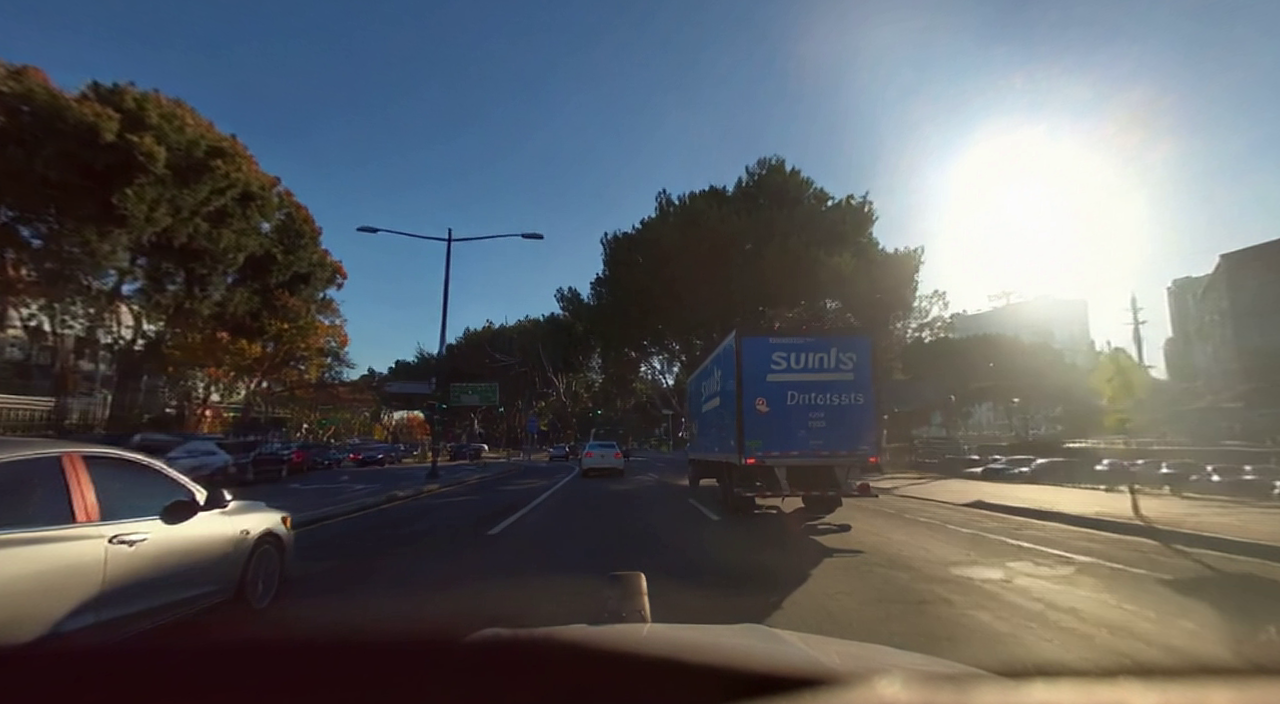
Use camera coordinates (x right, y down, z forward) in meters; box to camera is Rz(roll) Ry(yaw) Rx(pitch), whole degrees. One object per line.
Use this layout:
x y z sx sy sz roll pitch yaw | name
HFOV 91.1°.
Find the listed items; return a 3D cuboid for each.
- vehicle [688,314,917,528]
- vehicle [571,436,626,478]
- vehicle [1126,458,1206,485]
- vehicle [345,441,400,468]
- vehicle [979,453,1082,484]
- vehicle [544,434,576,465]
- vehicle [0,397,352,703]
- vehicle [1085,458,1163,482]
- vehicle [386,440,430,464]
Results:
3.074 1.763 14.963 2.905 3.644 8.441 0 -9 -2 | vehicle
-2.039 4.897 29.607 2.388 1.811 4.455 1 -9 -6 | vehicle
34.624 7.825 41.315 4.494 1.612 2.043 3 -9 -22 | vehicle
-17.483 6.698 41.275 1.970 1.644 4.241 0 -9 -4 | vehicle
20.305 6.005 32.636 4.684 1.477 2.079 3 -9 -22 | vehicle
-6.125 7.547 48.685 2.269 2.181 5.787 1 -9 -5 | vehicle
-3.592 1.094 3.543 1.828 1.515 4.422 0 -9 0 | vehicle
33.795 8.191 43.840 4.896 1.480 2.015 3 -8 -22 | vehicle
-18.166 7.856 49.408 2.004 1.728 4.714 0 -9 -5 | vehicle
